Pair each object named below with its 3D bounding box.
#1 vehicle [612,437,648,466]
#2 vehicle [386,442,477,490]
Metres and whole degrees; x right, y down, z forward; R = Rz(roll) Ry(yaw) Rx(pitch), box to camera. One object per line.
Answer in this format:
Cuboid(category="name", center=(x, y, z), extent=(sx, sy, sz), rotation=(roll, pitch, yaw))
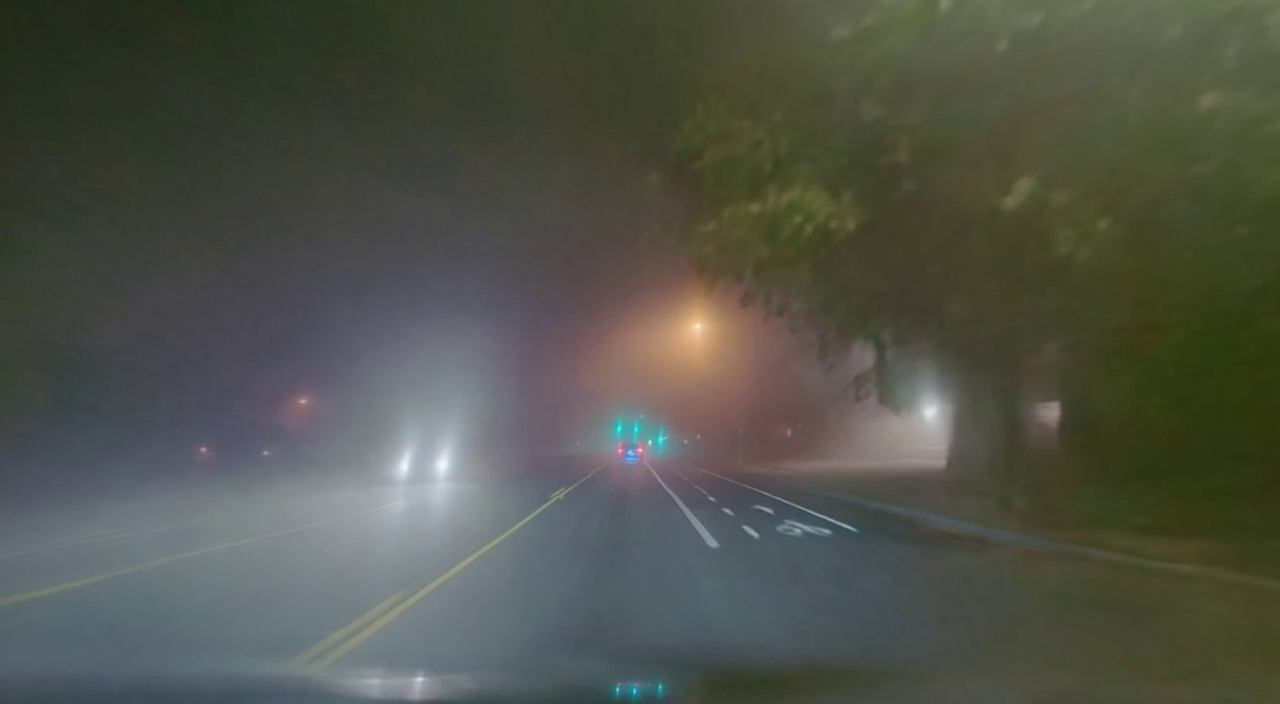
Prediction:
Cuboid(category="vehicle", center=(-0.703, 6.560, 41.901), extent=(2.230, 1.827, 4.298), rotation=(0, -8, -2))
Cuboid(category="vehicle", center=(-7.405, 4.059, 22.873), extent=(1.967, 1.571, 3.853), rotation=(0, -8, 0))
